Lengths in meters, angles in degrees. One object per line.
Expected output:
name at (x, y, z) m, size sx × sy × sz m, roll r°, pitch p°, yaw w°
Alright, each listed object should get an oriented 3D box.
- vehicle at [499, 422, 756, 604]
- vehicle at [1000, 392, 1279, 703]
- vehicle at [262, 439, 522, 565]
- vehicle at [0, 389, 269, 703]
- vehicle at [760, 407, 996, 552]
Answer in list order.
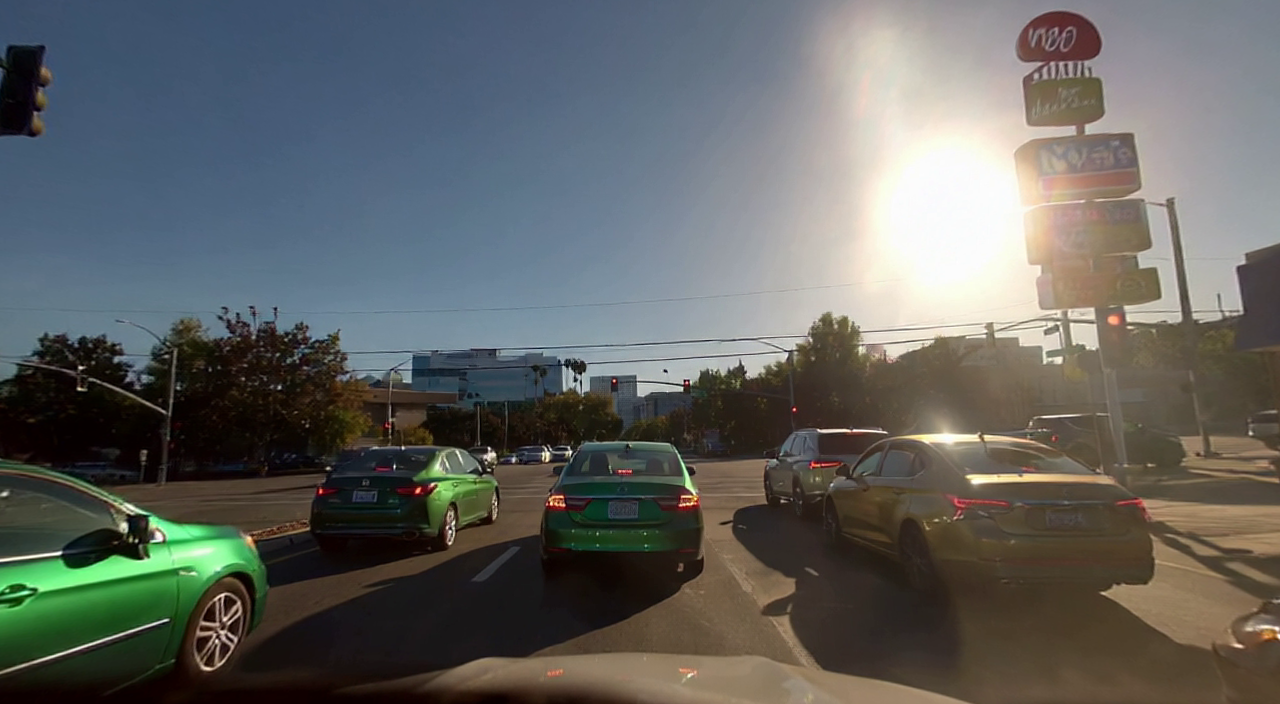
vehicle at (-0.133, 1.649, 7.382) m, size 2.140 × 1.499 × 4.119 m, roll 0°, pitch -8°, yaw -1°
vehicle at (3.936, 0.972, 3.108) m, size 1.800 × 1.519 × 4.198 m, roll 0°, pitch -8°, yaw 0°
vehicle at (-3.299, 2.068, 9.544) m, size 1.995 × 1.436 × 4.373 m, roll -1°, pitch -8°, yaw 2°
vehicle at (-3.474, 0.841, 1.841) m, size 2.016 × 1.547 × 4.414 m, roll 0°, pitch -8°, yaw 1°
vehicle at (3.307, 1.866, 9.839) m, size 1.992 × 1.744 × 4.183 m, roll 0°, pitch -8°, yaw 0°
